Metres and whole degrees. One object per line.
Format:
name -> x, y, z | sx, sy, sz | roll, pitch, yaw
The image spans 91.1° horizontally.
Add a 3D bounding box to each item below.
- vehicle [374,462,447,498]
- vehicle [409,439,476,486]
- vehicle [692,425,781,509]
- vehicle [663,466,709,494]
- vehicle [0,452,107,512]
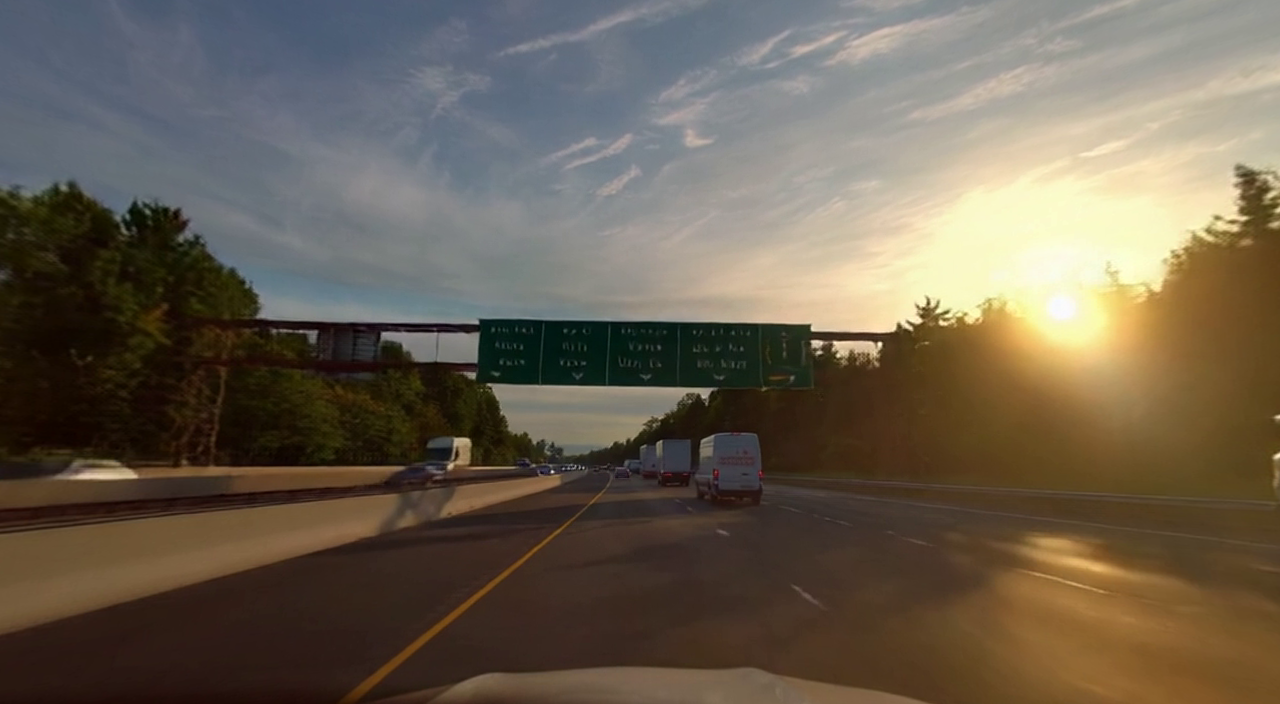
vehicle -> -10.179, 5.701, 28.154 | 1.870, 1.457, 3.715 | 1, -10, 0
vehicle -> -14.146, 8.036, 45.590 | 2.623, 3.039, 6.703 | 1, -10, -1
vehicle -> 3.321, 4.175, 22.920 | 2.291, 2.639, 5.280 | 1, -10, -2
vehicle -> 2.498, 7.141, 35.238 | 2.081, 1.453, 4.300 | 1, -10, -2
vehicle -> -17.178, 3.464, 16.904 | 1.950, 1.499, 4.151 | 1, -10, 0
